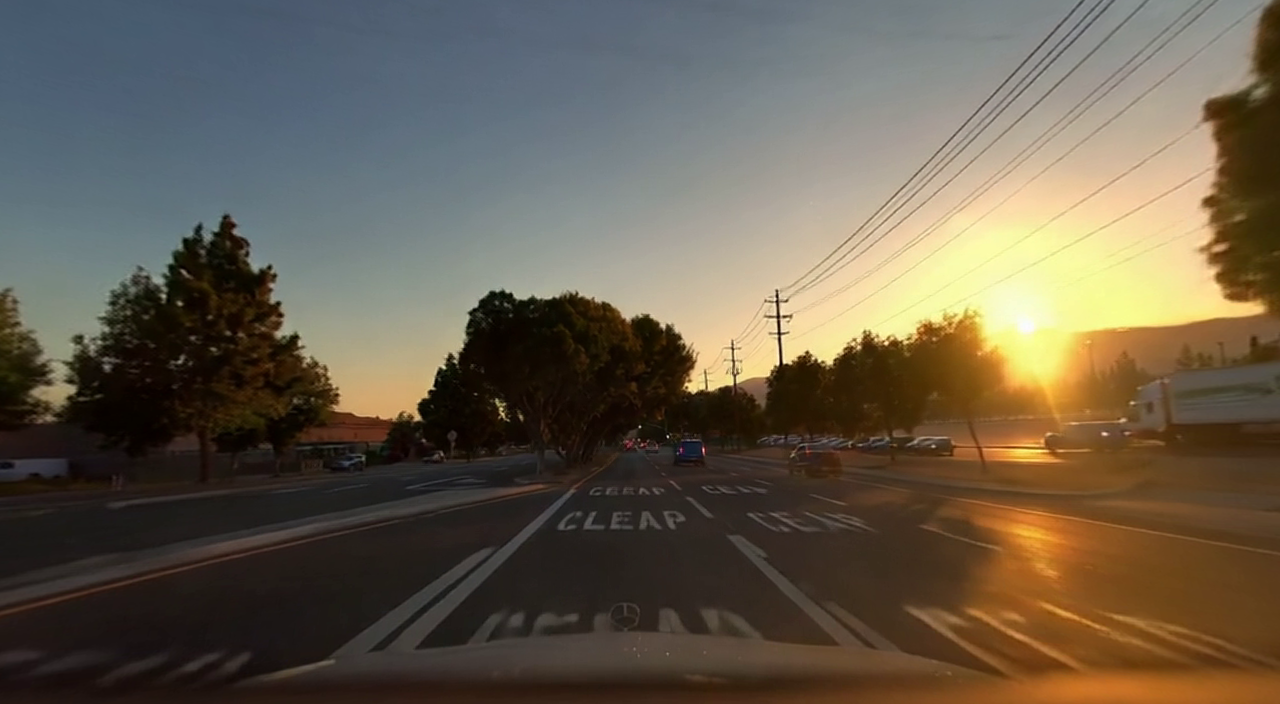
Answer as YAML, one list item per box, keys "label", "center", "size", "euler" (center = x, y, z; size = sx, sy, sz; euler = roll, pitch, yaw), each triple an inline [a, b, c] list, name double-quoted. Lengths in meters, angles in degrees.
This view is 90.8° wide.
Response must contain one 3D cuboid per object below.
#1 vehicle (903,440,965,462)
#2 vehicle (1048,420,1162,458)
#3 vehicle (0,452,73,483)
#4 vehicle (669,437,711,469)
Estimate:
- label: "vehicle"
  center: [20.011, 6.757, 43.267]
  size: [1.980, 1.423, 4.793]
  euler: [1, -8, 0]
- label: "vehicle"
  center: [29.535, 5.596, 40.512]
  size: [2.406, 2.215, 6.315]
  euler: [0, -8, 0]
- label: "vehicle"
  center: [-40.093, 7.481, 41.003]
  size: [4.422, 1.874, 2.112]
  euler: [1, -8, -1]
- label: "vehicle"
  center: [3.026, 6.173, 38.858]
  size: [2.086, 1.803, 4.607]
  euler: [1, -8, -2]
